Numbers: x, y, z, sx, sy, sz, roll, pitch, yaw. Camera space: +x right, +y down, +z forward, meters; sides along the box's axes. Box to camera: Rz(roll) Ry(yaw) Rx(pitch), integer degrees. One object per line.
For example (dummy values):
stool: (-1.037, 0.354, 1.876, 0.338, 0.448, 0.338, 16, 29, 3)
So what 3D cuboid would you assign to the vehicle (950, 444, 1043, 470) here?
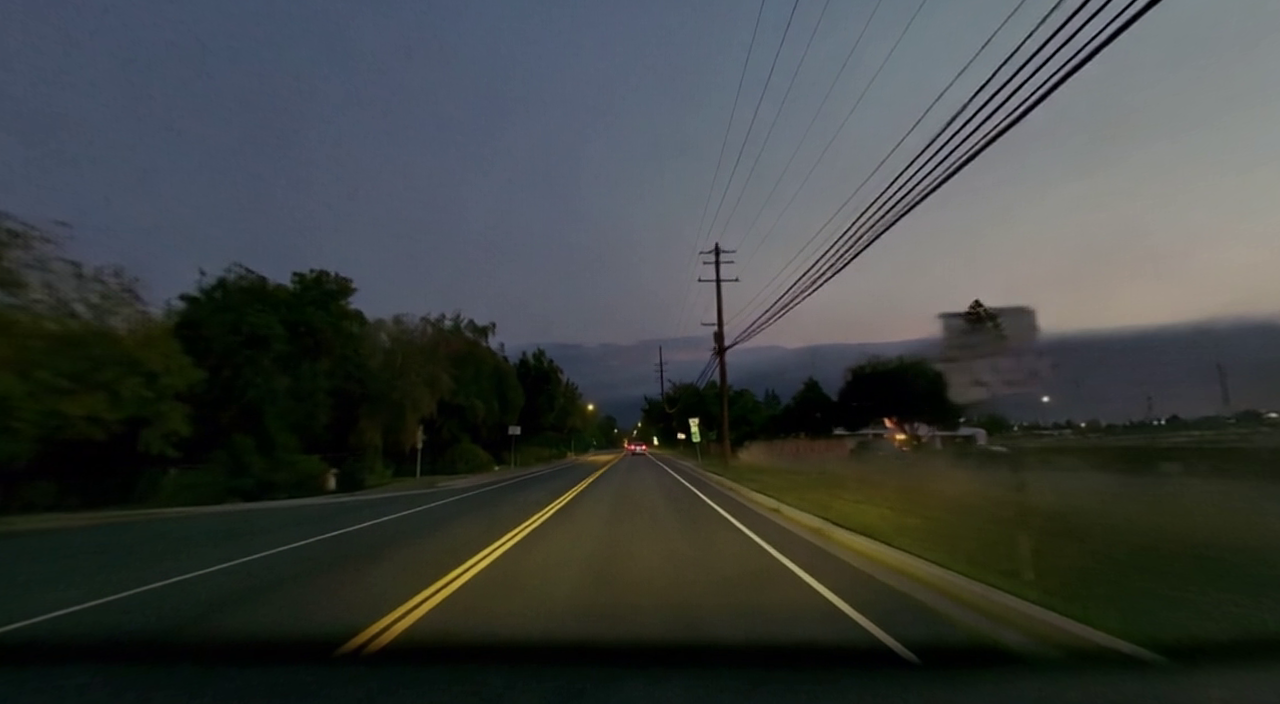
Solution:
vehicle: (21.761, 6.457, 38.579, 4.438, 1.499, 1.909, -1, -10, 4)

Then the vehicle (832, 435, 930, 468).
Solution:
vehicle: (15.855, 6.578, 41.780, 5.494, 2.011, 2.421, -2, -9, 5)
